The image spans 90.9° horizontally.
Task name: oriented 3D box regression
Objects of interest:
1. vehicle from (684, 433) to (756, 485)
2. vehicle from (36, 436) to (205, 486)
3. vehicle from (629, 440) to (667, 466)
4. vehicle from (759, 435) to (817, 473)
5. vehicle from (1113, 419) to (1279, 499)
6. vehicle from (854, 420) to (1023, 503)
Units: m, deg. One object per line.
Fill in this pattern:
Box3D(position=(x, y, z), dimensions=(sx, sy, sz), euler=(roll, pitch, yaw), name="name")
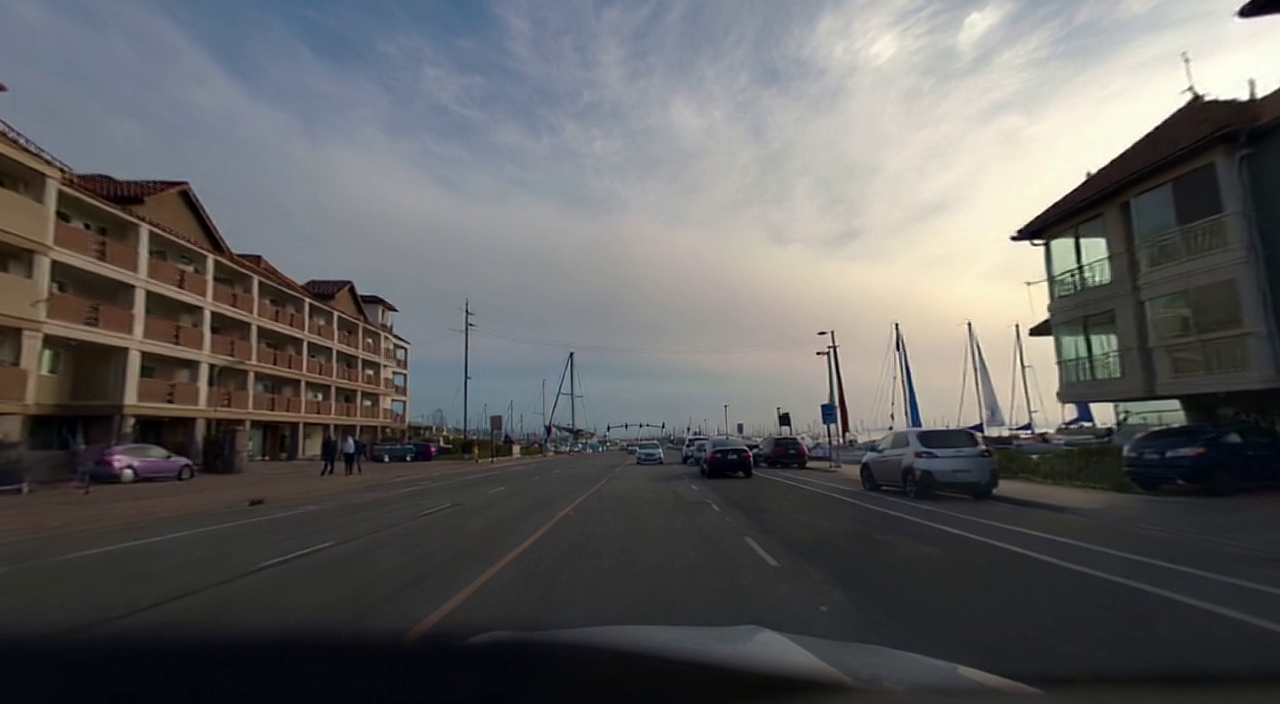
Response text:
Box3D(position=(2.749, 3.770, 22.471), dimensions=(2.047, 1.640, 4.051), euler=(0, -9, 0), name="vehicle")
Box3D(position=(-18.055, 3.797, 22.274), dimensions=(1.840, 1.522, 4.695), euler=(-1, -9, 2), name="vehicle")
Box3D(position=(0.493, 6.422, 40.204), dimensions=(2.284, 1.496, 3.949), euler=(0, -9, 1), name="vehicle")
Box3D(position=(7.908, 5.506, 34.196), dimensions=(1.969, 1.852, 4.514), euler=(0, -9, -1), name="vehicle")
Box3D(position=(14.551, 2.554, 15.386), dimensions=(4.406, 1.783, 2.020), euler=(0, -8, -3), name="vehicle")
Box3D(position=(7.867, 2.947, 17.331), dimensions=(2.056, 1.896, 5.062), euler=(0, -9, -1), name="vehicle")
